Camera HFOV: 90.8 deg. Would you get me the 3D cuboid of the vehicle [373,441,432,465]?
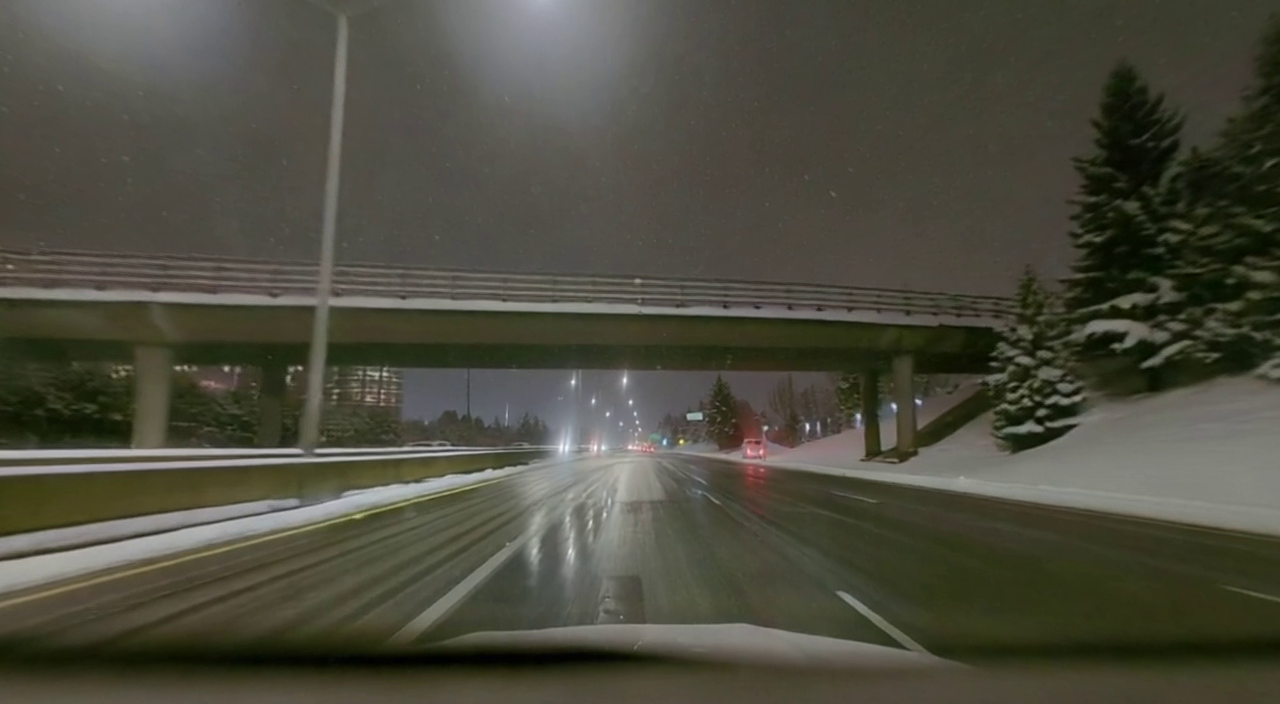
[{"bbox_3d":[-17.751,7.580,47.520,2.472,1.723,5.039,0,-8,0],"label":"vehicle"}]
